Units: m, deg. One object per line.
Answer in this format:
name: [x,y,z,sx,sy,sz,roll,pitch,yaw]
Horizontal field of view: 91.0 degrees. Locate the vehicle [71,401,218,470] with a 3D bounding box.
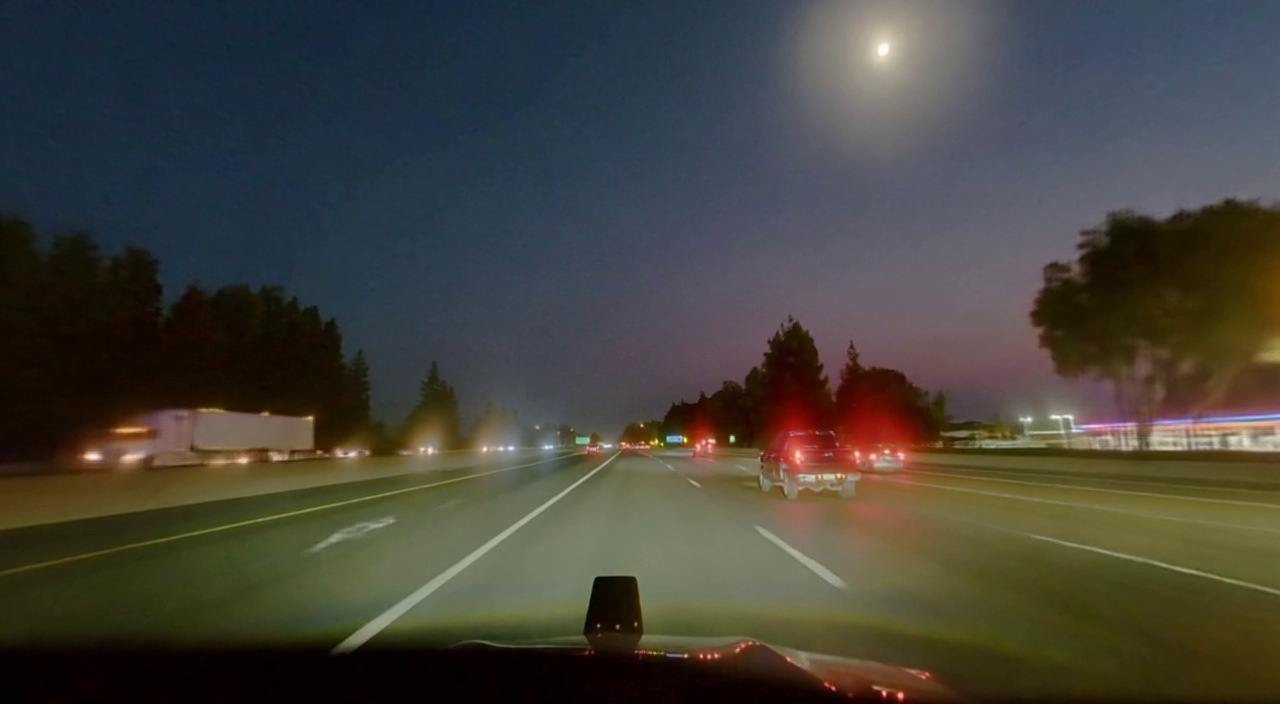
vehicle: [-32.233,5.569,41.546,3.052,4.072,8.144,0,-8,-2]

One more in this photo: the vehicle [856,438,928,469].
vehicle: [13.907,5.632,35.074,2.072,1.611,4.387,0,-8,-2]

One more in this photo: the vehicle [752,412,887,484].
vehicle: [6.608,3.741,24.720,2.779,2.339,8.073,0,-8,-1]
